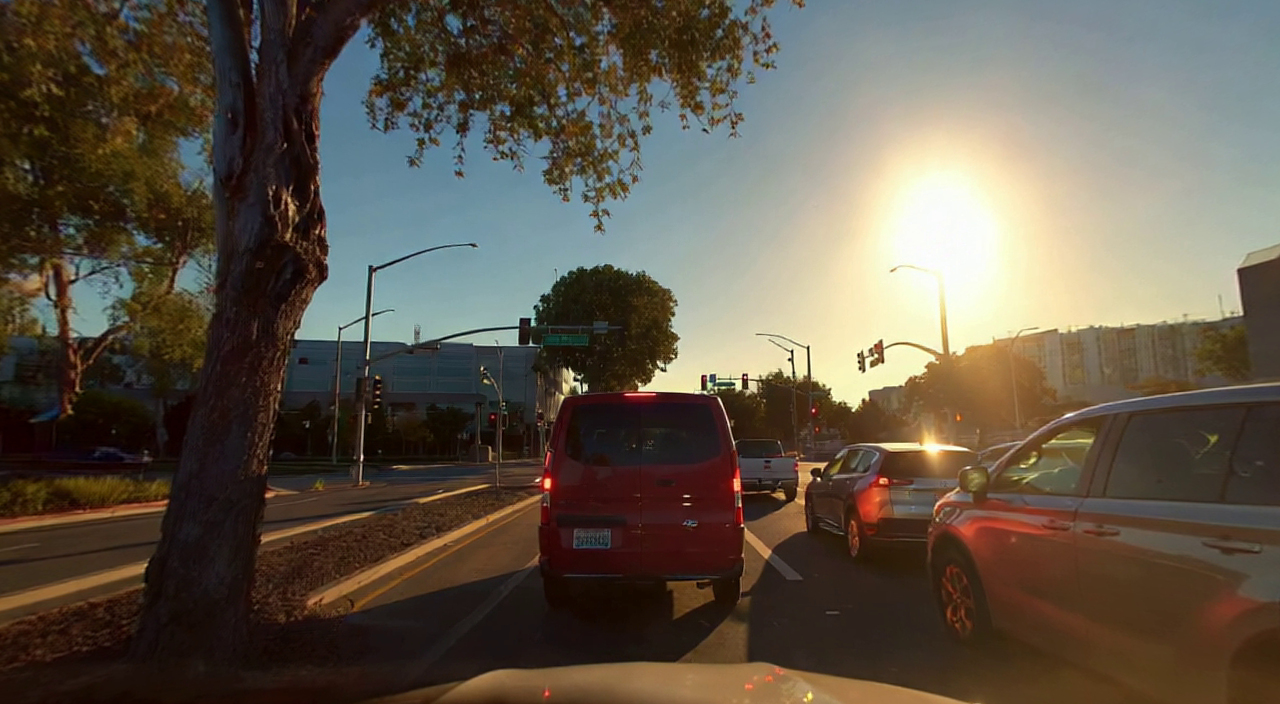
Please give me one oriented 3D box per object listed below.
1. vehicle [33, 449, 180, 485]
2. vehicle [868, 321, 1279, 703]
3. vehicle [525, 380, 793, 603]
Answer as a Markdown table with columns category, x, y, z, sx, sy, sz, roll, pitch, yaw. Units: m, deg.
| category | x | y | z | sx | sy | sz | roll | pitch | yaw |
| --- | --- | --- | --- | --- | --- | --- | --- | --- | --- |
| vehicle | -24.204 | 5.209 | 28.779 | 4.789 | 1.514 | 1.866 | 1 | -8 | -6 |
| vehicle | 2.899 | 0.947 | 3.187 | 1.971 | 1.663 | 4.287 | 0 | -8 | 2 |
| vehicle | 0.166 | 1.465 | 7.433 | 2.185 | 1.822 | 4.391 | 0 | -8 | 0 |
